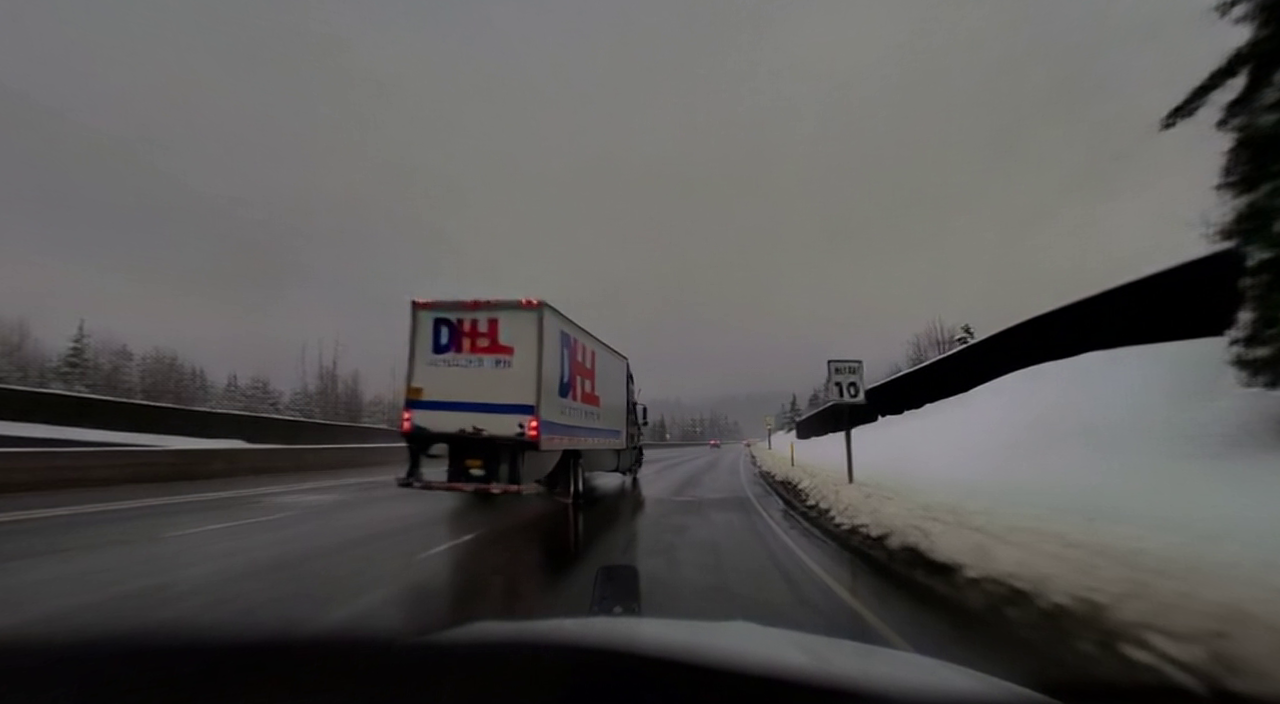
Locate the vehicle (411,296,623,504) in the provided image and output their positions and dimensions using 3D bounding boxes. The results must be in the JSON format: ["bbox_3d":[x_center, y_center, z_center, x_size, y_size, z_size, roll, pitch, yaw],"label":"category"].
[{"bbox_3d":[-2.618,1.476,17.096,2.796,4.184,8.554,0,-7,9],"label":"vehicle"}]
